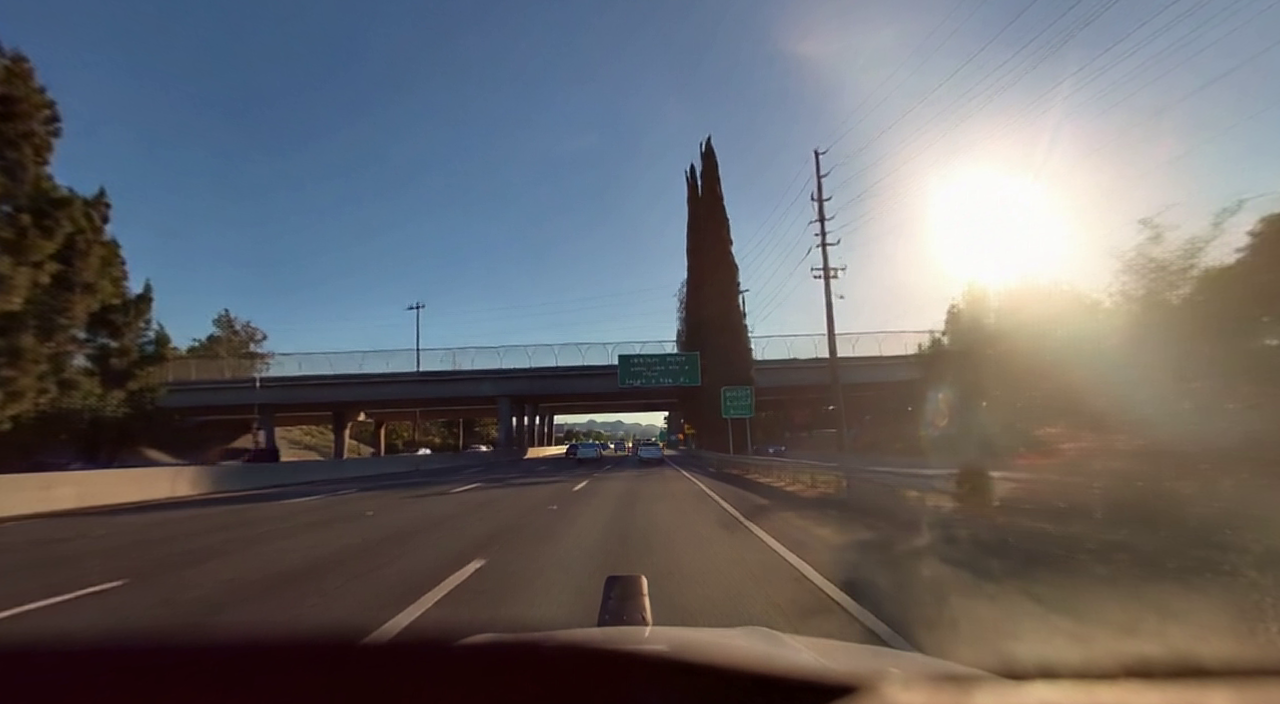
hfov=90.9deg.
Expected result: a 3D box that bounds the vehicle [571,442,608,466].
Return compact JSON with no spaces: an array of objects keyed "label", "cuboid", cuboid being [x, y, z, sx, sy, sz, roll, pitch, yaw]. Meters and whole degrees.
[{"label":"vehicle","cuboid":[-3.278,6.783,42.129,2.056,1.464,4.564,0,-8,1]}]

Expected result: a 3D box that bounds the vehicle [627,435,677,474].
[{"label":"vehicle","cuboid":[0.535,4.783,29.600,2.152,1.697,4.066,0,-8,0]}]

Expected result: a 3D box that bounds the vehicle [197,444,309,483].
[{"label":"vehicle","cuboid":[-17.134,4.932,28.270,1.903,1.538,4.866,0,-8,0]}]
